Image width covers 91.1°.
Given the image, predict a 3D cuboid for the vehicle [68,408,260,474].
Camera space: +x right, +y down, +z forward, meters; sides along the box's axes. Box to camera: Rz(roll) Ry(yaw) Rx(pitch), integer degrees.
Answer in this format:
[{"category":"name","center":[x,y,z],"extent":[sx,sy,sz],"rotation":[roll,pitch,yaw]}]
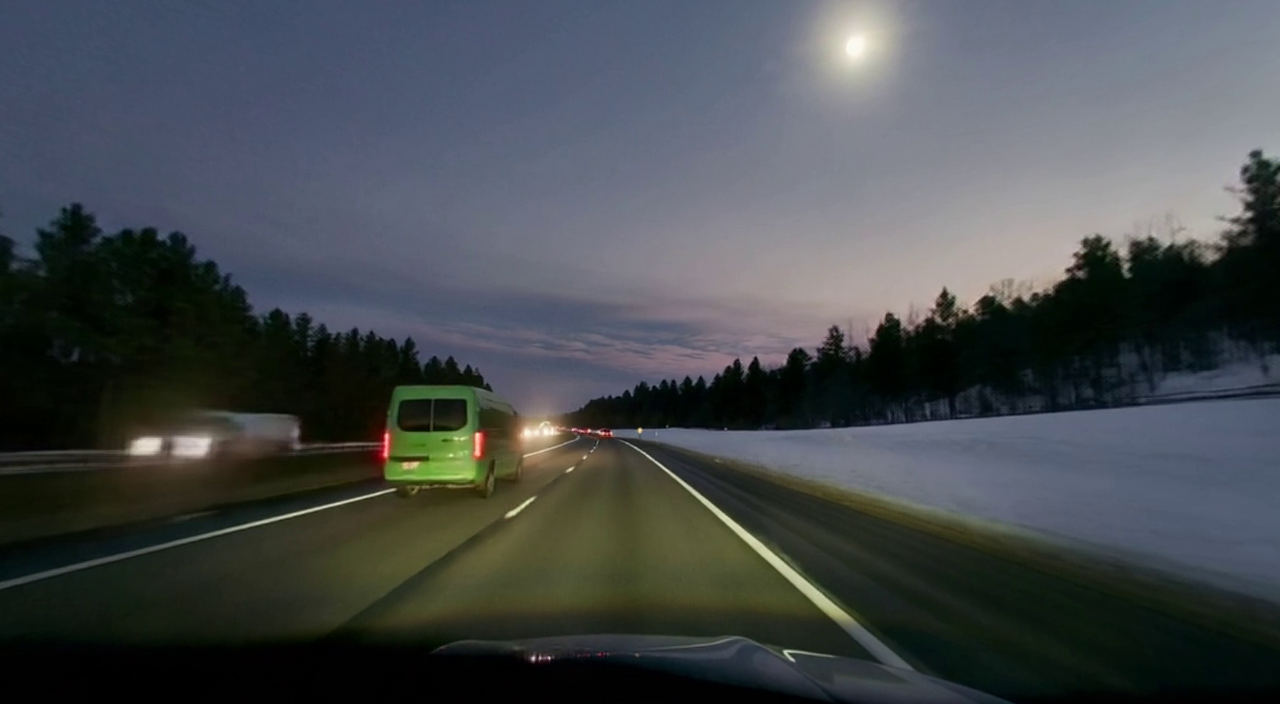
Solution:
[{"category":"vehicle","center":[-14.595,2.787,19.813],"extent":[2.085,1.796,5.128],"rotation":[0,-8,-1]}]

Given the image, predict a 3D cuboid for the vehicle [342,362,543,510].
[{"category":"vehicle","center":[-3.792,1.789,13.517],"extent":[2.561,2.509,5.465],"rotation":[0,-8,-1]}]
